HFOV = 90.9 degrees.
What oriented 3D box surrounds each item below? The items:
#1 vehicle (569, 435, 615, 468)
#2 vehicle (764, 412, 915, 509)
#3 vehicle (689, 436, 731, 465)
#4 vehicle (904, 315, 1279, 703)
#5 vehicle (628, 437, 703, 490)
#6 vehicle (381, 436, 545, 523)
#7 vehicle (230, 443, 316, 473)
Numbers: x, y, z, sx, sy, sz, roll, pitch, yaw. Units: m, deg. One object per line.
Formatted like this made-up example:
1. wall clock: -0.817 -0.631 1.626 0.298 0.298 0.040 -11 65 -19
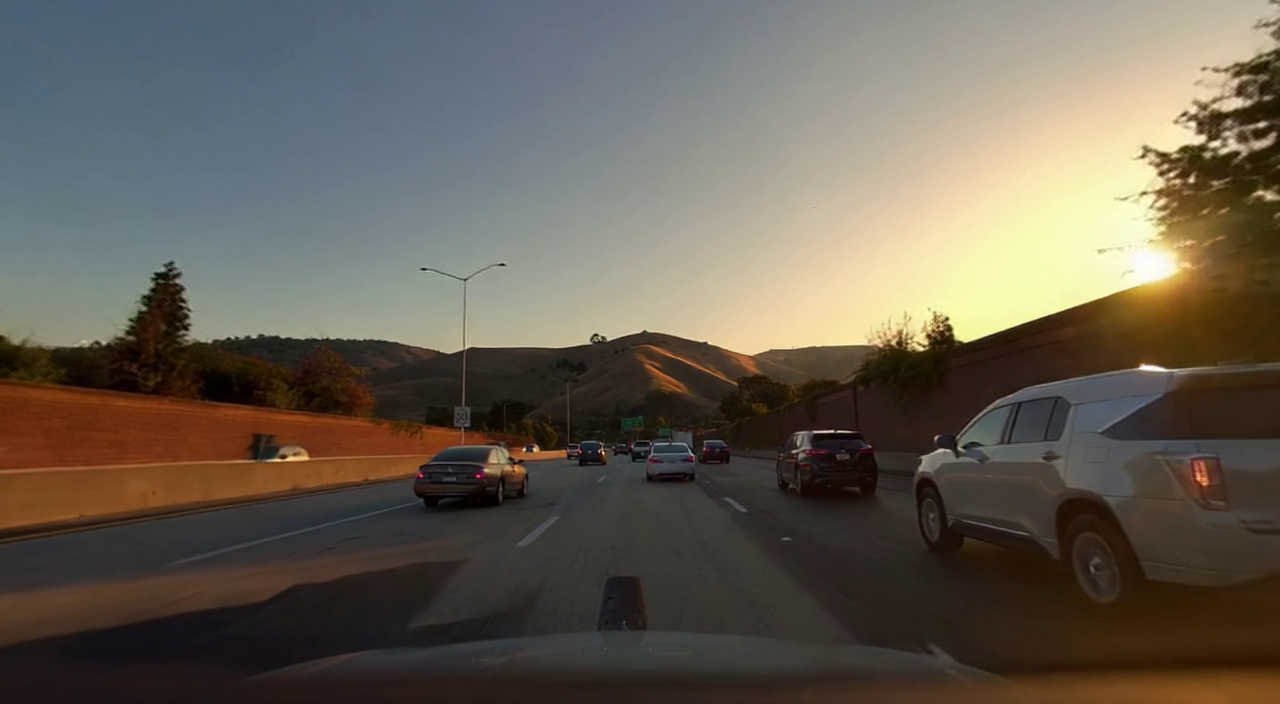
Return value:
1. vehicle: -2.716 5.824 37.193 2.154 1.793 4.736 0 -8 2
2. vehicle: 4.348 2.444 14.657 1.970 1.872 4.575 0 -8 0
3. vehicle: 3.897 5.545 35.582 1.855 1.513 3.915 0 -8 -1
4. vehicle: 3.768 1.005 4.429 1.930 1.831 4.344 0 -8 0
5. vehicle: 0.688 3.402 19.677 2.105 1.471 3.978 0 -8 -1
6. vehicle: -3.321 2.465 12.858 1.961 1.456 4.362 0 -8 1
7. vehicle: -21.592 6.236 37.389 2.044 1.674 4.991 0 -8 0
